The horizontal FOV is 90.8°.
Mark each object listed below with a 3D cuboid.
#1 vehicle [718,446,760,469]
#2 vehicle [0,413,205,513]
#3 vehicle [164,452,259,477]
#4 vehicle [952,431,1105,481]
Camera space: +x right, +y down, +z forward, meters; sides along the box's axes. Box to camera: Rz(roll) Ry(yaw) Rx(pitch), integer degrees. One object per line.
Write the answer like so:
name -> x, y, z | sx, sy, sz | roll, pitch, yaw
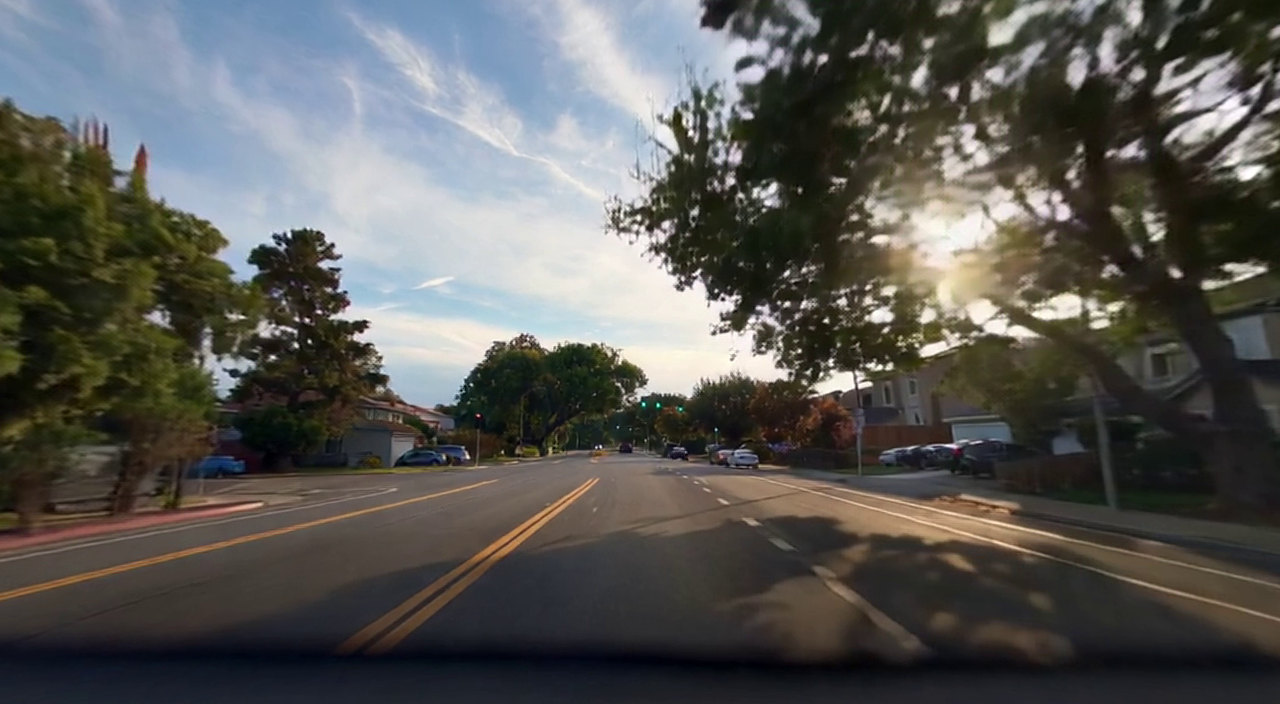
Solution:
vehicle -> 7.116, 7.620, 45.757 | 1.951, 1.528, 4.366 | 1, -8, -6
vehicle -> -15.566, 2.927, 17.298 | 2.653, 2.232, 6.273 | 0, -8, 2
vehicle -> -27.244, 7.127, 40.255 | 4.600, 1.468, 1.869 | 0, -8, -3
vehicle -> 15.576, 4.151, 25.525 | 4.739, 1.667, 1.998 | -3, -7, 0
